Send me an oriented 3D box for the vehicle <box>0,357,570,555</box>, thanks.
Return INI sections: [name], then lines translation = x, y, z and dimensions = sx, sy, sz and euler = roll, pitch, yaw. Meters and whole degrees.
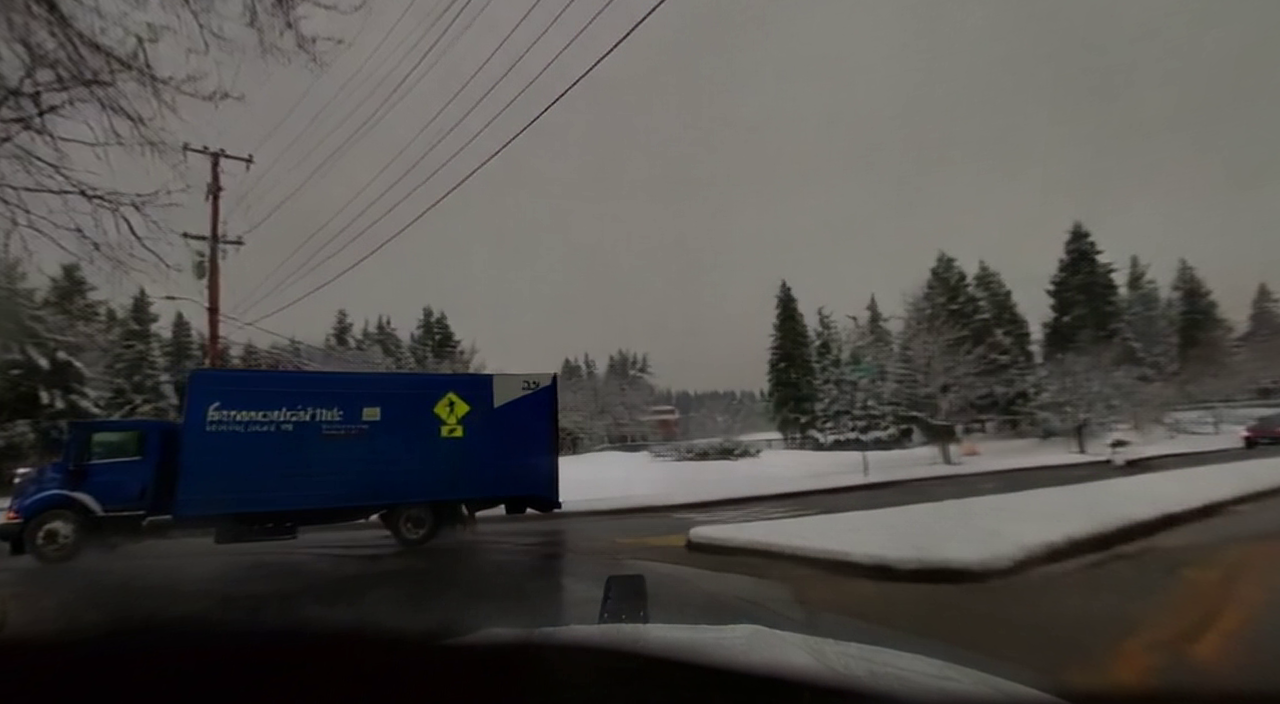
[vehicle]
translation = -6.318, 2.021, 12.511
dimensions = 9.680, 3.326, 2.838
euler = 1, -9, -5
